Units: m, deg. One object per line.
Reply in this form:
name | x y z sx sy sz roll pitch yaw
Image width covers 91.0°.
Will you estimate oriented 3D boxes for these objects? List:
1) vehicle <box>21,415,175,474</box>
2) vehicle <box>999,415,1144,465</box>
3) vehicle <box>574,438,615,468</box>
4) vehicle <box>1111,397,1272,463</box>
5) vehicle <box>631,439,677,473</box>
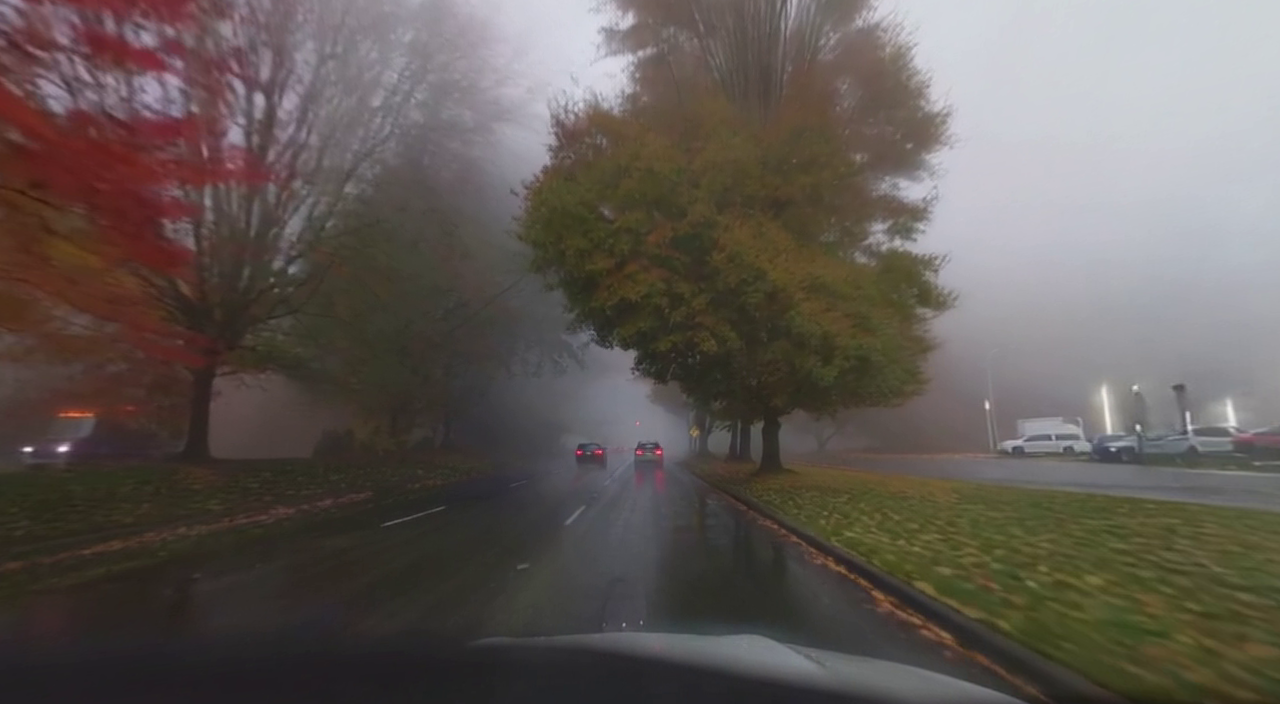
vehicle | -30.744 5.314 36.227 2.376 2.995 7.095 0 -8 1
vehicle | 26.383 5.439 38.693 6.918 2.911 2.524 0 -9 -1
vehicle | -2.725 6.125 38.455 2.197 1.709 4.069 0 -8 0
vehicle | 22.935 3.360 26.475 4.440 2.545 2.105 -5 -10 25
vehicle | 0.624 4.956 30.261 2.040 1.493 3.682 0 -8 0
